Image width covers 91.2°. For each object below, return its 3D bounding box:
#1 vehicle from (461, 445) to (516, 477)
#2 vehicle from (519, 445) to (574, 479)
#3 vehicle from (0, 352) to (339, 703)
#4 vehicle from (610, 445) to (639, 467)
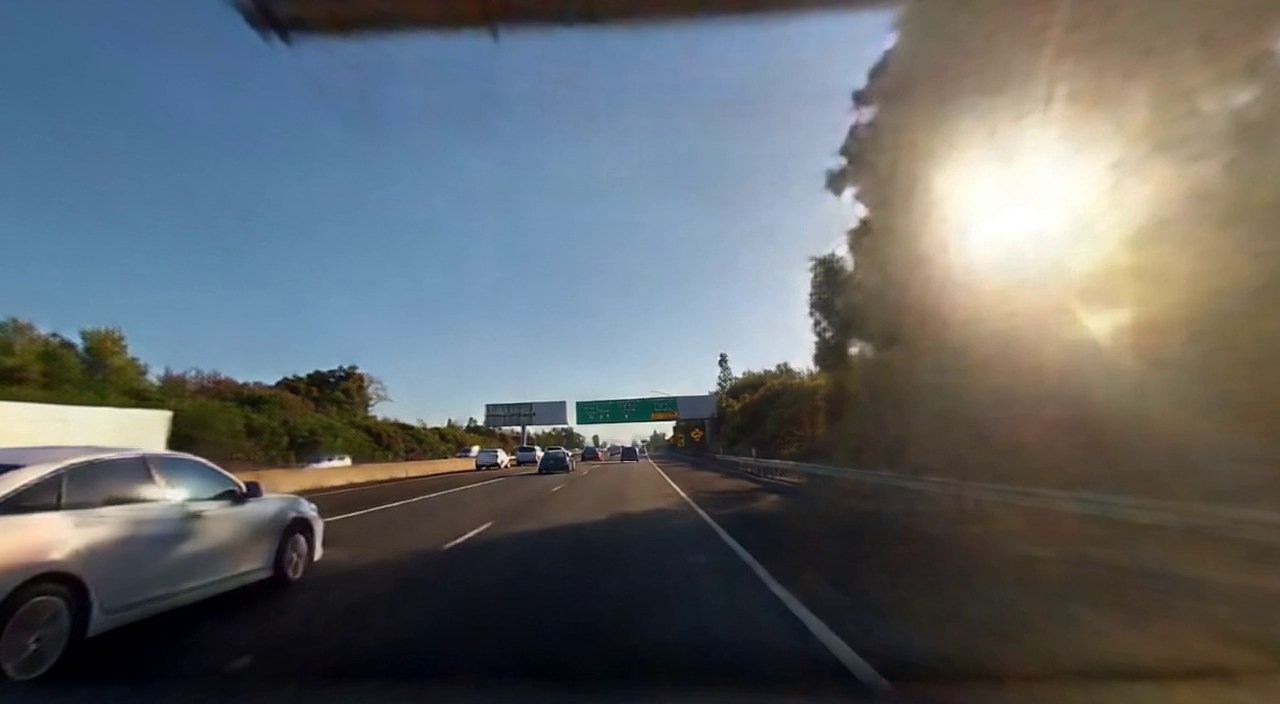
[{"bbox_3d":[-7.800,5.638,32.596,1.936,1.516,3.904,0,-9,0],"label":"vehicle"},{"bbox_3d":[-4.334,5.146,29.553,1.988,1.477,4.118,0,-9,-1],"label":"vehicle"},{"bbox_3d":[-4.012,1.046,3.823,2.074,1.779,4.588,0,-9,-1],"label":"vehicle"},{"bbox_3d":[-1.099,7.498,45.194,2.023,1.479,3.718,0,-9,-1],"label":"vehicle"}]
